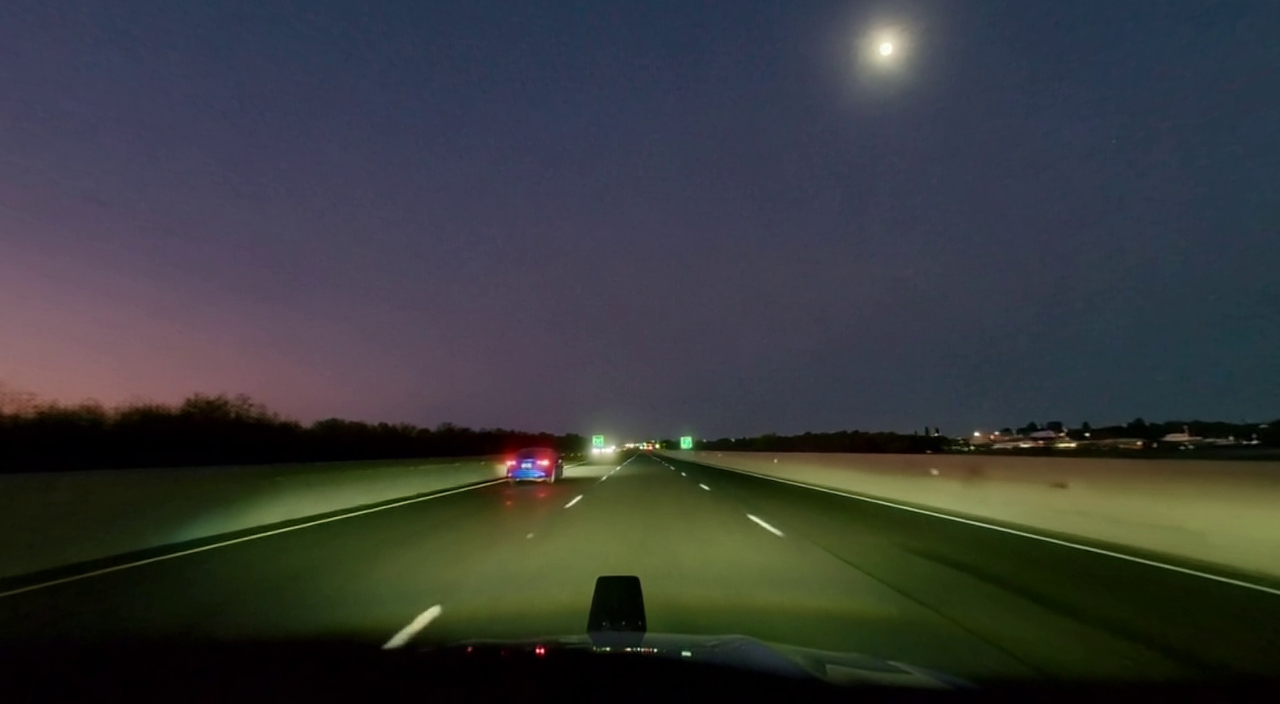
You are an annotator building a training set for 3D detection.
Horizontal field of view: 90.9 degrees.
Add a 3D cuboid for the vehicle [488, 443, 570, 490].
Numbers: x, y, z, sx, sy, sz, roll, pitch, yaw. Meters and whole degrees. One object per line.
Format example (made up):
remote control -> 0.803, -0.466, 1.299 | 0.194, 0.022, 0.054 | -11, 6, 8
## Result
vehicle -> -3.963, 4.198, 23.355 | 2.160, 1.552, 4.592 | 0, -9, 1
